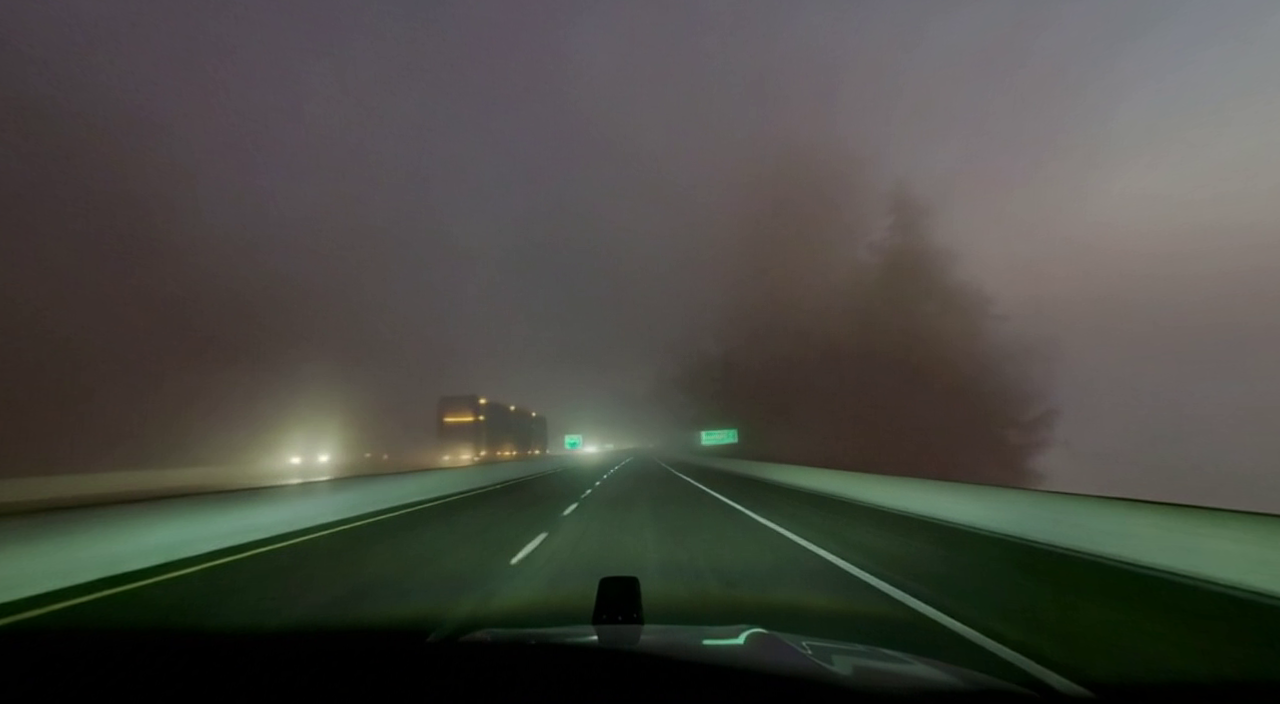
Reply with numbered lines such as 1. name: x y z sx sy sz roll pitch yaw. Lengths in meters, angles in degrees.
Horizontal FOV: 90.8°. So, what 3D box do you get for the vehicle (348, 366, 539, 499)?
1. vehicle: -6.640 3.347 24.890 2.939 3.731 14.269 0 -9 0
